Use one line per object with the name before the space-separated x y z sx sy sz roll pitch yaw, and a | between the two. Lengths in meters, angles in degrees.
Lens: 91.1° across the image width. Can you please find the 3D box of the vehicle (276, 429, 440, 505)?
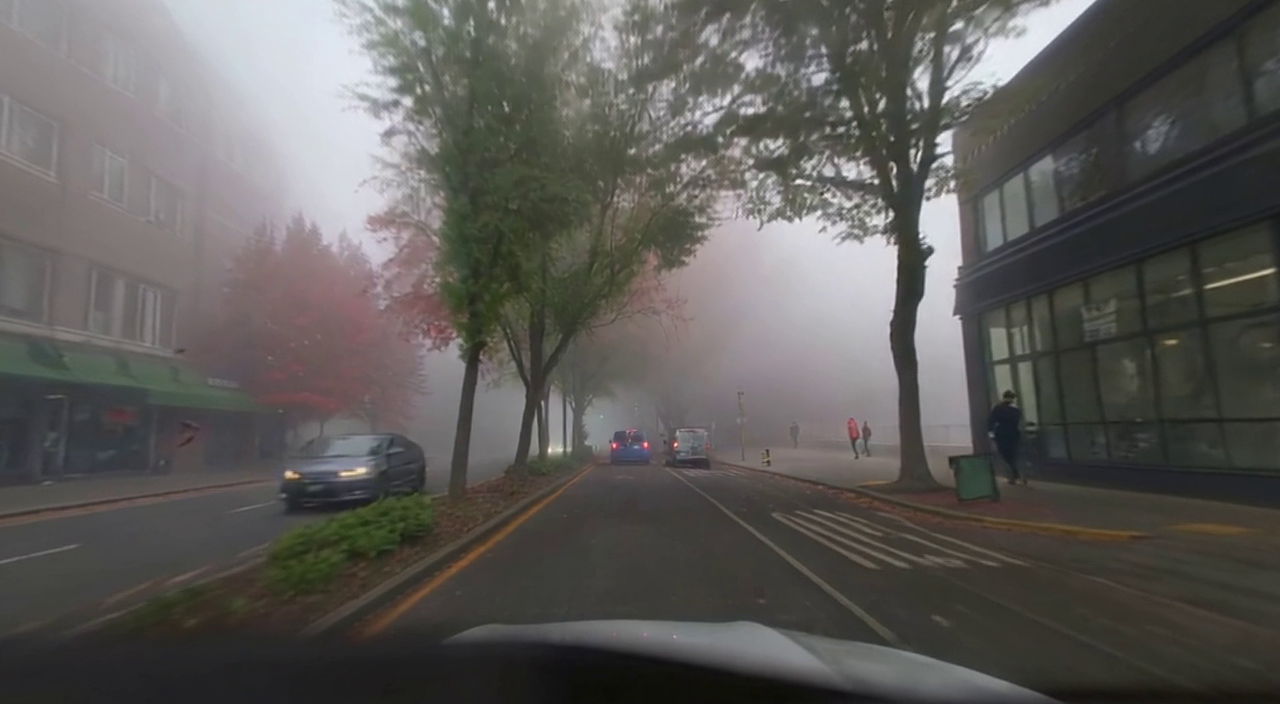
vehicle | -6.341 2.598 14.839 2.121 1.489 4.430 1 -8 -5

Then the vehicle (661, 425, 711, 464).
vehicle | 2.430 5.016 34.274 2.147 1.968 4.478 1 -8 -3

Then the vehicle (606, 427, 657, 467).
vehicle | -0.442 4.491 29.908 2.274 1.736 4.083 0 -8 -2
